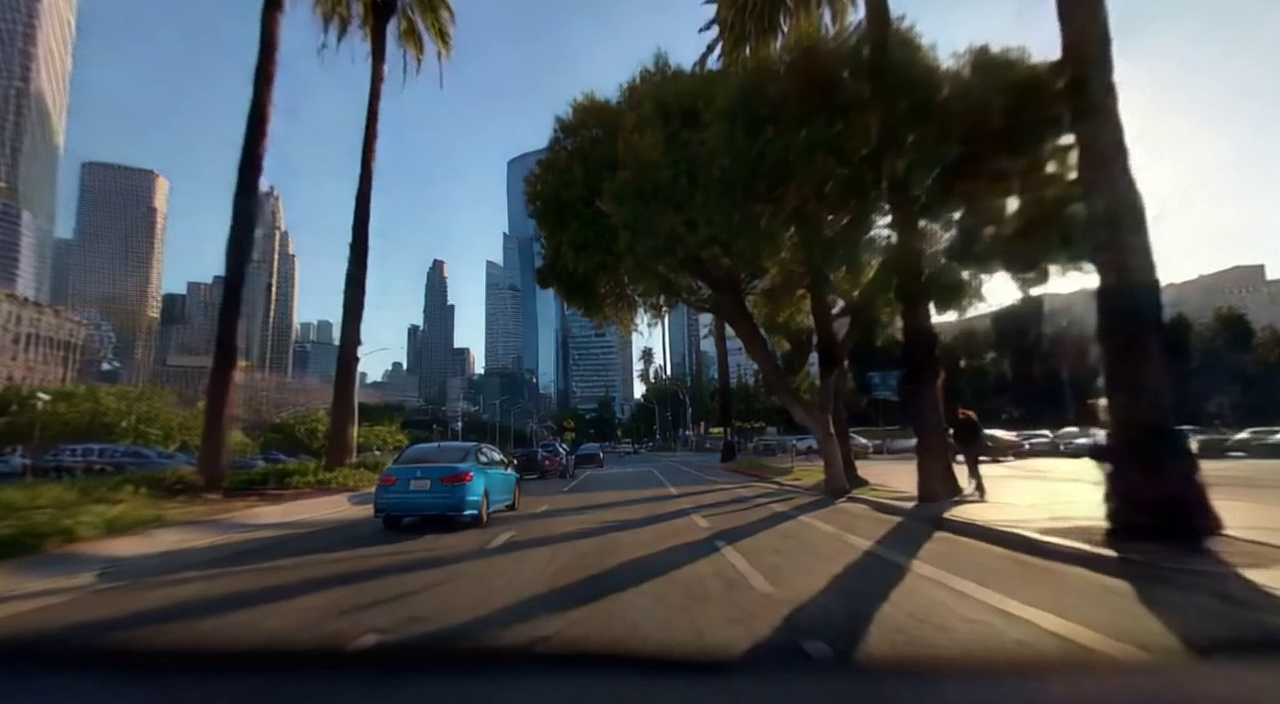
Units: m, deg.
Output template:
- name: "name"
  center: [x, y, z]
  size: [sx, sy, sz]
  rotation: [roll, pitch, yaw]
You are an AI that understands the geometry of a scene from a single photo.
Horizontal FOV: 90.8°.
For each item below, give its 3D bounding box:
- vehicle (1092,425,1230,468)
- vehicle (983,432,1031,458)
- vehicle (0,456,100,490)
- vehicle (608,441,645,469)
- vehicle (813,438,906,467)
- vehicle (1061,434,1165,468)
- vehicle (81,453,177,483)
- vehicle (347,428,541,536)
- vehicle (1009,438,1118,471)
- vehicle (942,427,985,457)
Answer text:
- name: "vehicle"
  center: [25.173, 4.607, 30.924]
  size: [2.147, 1.886, 5.603]
  rotation: [-1, -8, 3]
- name: "vehicle"
  center: [26.165, 6.644, 45.161]
  size: [1.982, 1.694, 4.676]
  rotation: [-3, -9, 19]
- name: "vehicle"
  center: [-30.881, 6.192, 32.612]
  size: [1.859, 1.524, 4.812]
  rotation: [0, -8, -2]
- name: "vehicle"
  center: [-0.750, 5.865, 36.088]
  size: [2.004, 1.465, 3.713]
  rotation: [0, -8, 0]
- name: "vehicle"
  center: [12.865, 5.932, 37.203]
  size: [4.749, 1.522, 1.905]
  rotation: [-1, -9, -3]
- name: "vehicle"
  center: [22.767, 4.772, 30.641]
  size: [1.938, 1.522, 4.121]
  rotation: [-1, -8, 3]
- name: "vehicle"
  center: [-31.019, 7.040, 38.535]
  size: [1.888, 1.625, 4.699]
  rotation: [0, -8, 0]
- name: "vehicle"
  center: [-3.178, 2.214, 11.372]
  size: [2.071, 1.544, 4.383]
  rotation: [0, -8, 0]
- name: "vehicle"
  center: [20.386, 4.925, 30.701]
  size: [1.976, 1.431, 4.774]
  rotation: [-1, -8, -1]
- name: "vehicle"
  center: [23.358, 6.568, 45.847]
  size: [2.288, 1.984, 5.526]
  rotation: [-4, -9, 23]
